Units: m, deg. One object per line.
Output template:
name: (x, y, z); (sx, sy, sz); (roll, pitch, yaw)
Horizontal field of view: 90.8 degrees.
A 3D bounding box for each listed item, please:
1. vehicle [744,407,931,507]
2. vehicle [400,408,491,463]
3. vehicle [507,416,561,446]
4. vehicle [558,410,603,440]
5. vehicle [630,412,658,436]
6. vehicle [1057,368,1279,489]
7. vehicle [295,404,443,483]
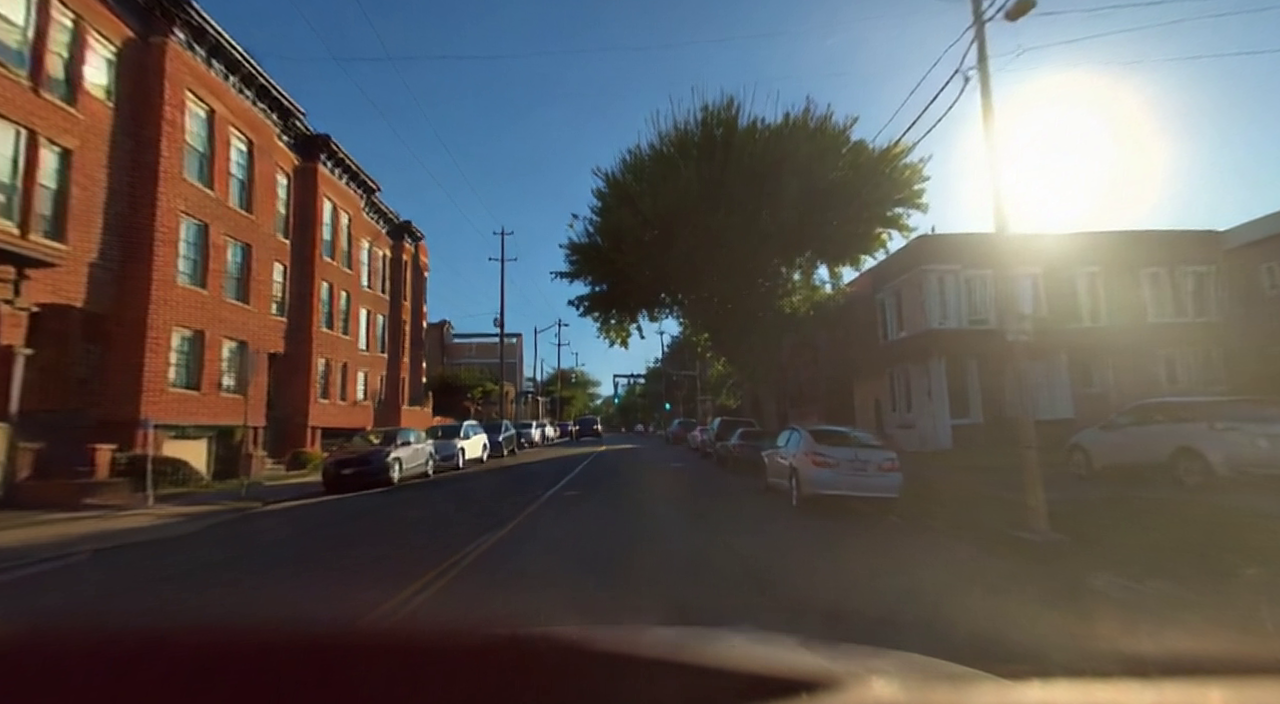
vehicle: (3.268, 1.827, 11.546); (1.885, 1.464, 4.466); (0, -7, -1)
vehicle: (-6.736, 2.962, 22.451); (1.925, 1.759, 4.396); (0, -7, -1)
vehicle: (-5.917, 4.359, 34.734); (1.994, 1.510, 4.802); (3, -8, -21)
vehicle: (-3.817, 4.825, 41.463); (2.236, 1.834, 4.743); (-1, -7, 3)
vehicle: (0.288, 5.566, 48.674); (2.059, 1.736, 3.994); (0, -7, -1)
vehicle: (9.803, 1.419, 11.276); (1.968, 1.713, 4.379); (-3, -9, 6)
vehicle: (-6.845, 2.363, 16.660); (1.930, 1.756, 4.955); (0, -7, -3)
